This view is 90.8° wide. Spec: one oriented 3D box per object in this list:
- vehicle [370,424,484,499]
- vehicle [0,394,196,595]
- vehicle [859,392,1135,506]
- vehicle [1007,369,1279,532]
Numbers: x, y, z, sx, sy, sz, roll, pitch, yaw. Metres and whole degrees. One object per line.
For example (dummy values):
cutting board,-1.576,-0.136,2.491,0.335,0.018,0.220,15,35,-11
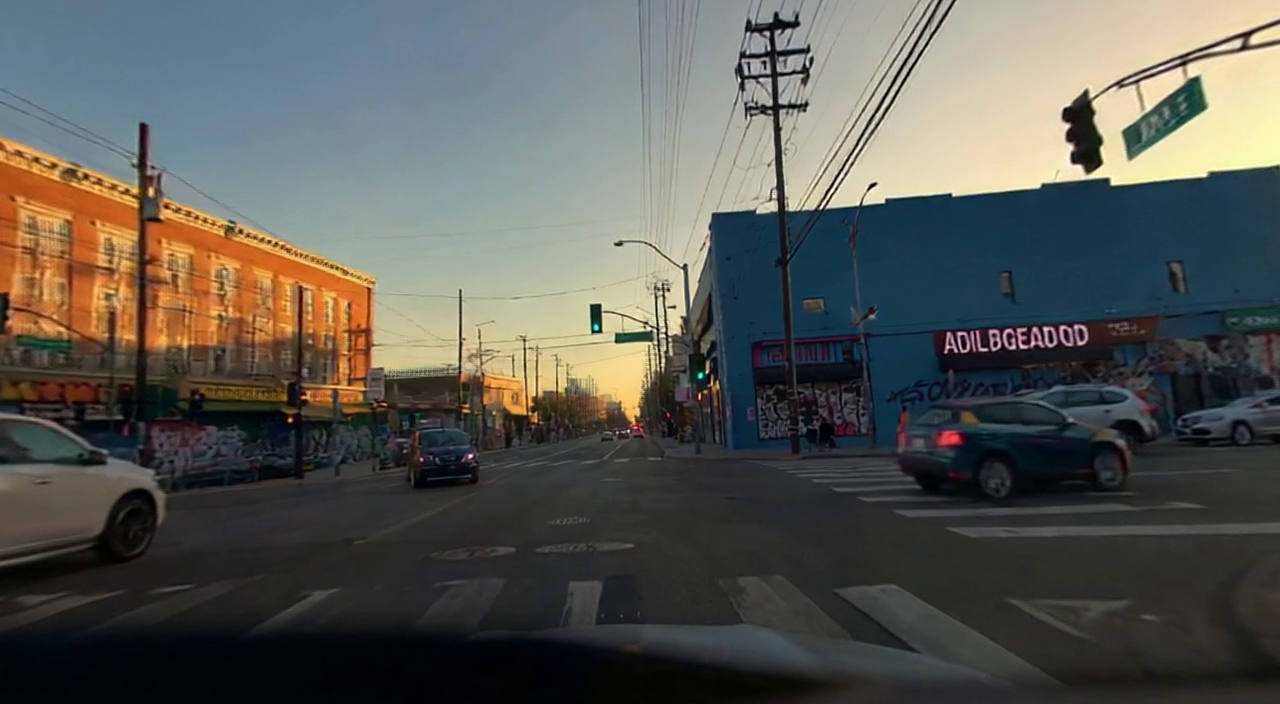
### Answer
vehicle,-5.154,2.480,14.895,2.097,1.457,4.439,3,-8,-24
vehicle,-6.678,1.316,5.983,2.063,1.751,4.229,0,-8,-4
vehicle,6.086,1.524,10.731,4.260,1.497,2.059,1,-7,-29
vehicle,7.513,1.177,7.908,4.714,1.686,1.973,1,-8,-8
